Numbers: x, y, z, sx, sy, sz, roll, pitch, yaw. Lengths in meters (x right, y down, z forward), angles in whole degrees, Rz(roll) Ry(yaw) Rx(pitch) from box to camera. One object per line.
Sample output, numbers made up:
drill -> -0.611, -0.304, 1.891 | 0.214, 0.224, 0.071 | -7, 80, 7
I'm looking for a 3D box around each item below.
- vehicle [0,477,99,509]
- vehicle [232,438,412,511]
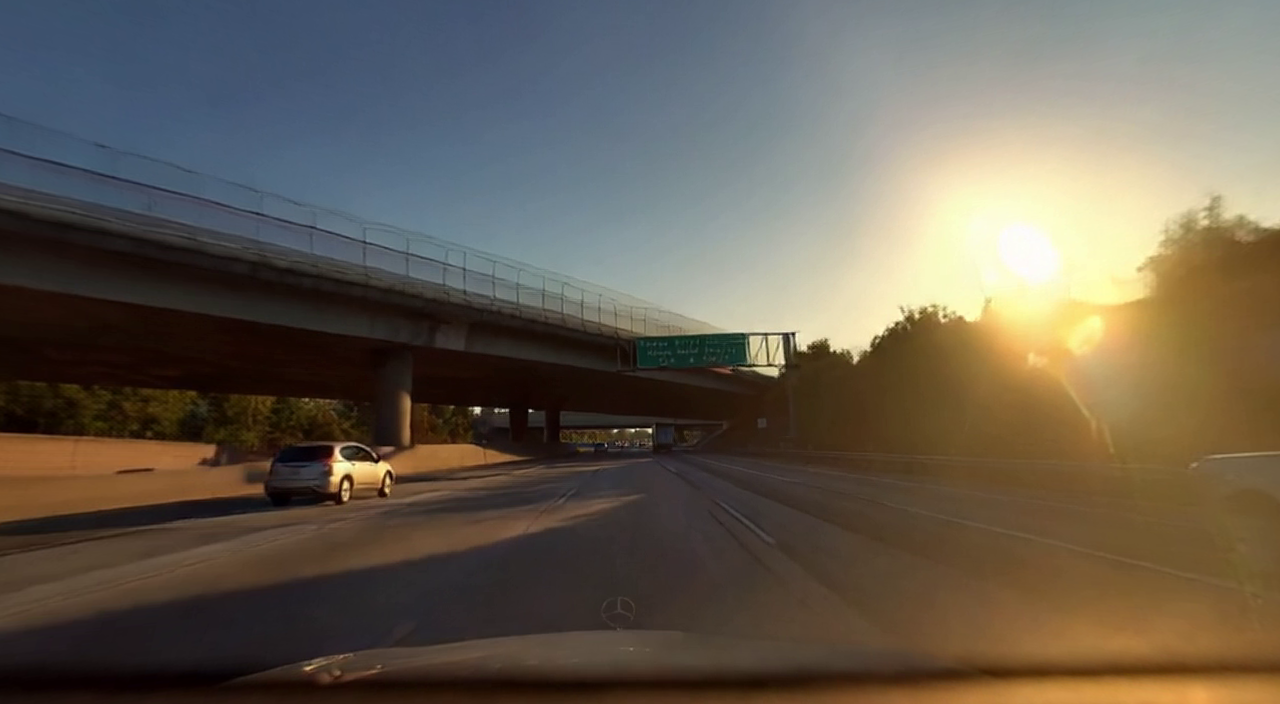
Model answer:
vehicle -> -35.053, 8.277, 37.273 | 1.951, 1.523, 4.625 | 0, -9, 2
vehicle -> -7.392, 2.872, 15.345 | 2.033, 1.494, 4.508 | 0, -9, 0
